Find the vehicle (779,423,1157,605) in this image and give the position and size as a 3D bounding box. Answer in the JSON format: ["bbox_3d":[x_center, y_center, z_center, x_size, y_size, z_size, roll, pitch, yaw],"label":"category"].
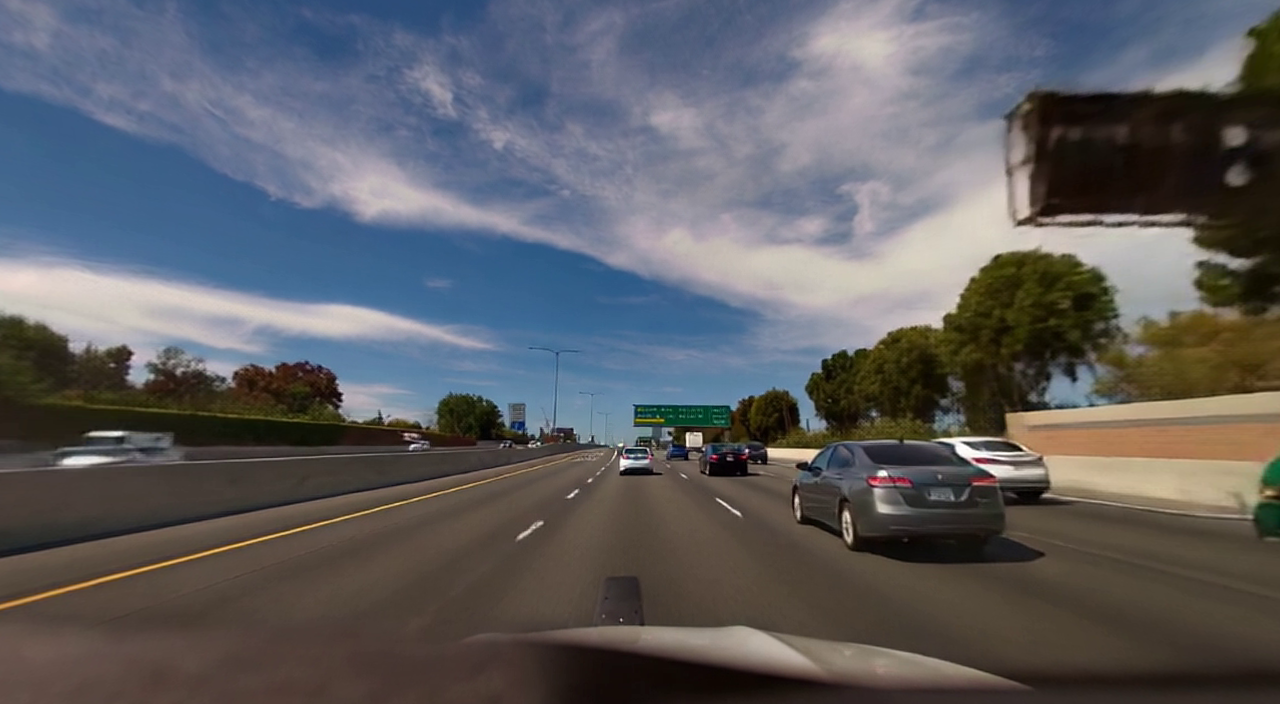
[{"bbox_3d":[3.286,1.712,7.738,1.993,1.504,4.781,0,-8,-1],"label":"vehicle"}]

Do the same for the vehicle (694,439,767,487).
[{"bbox_3d":[3.086,3.872,22.435,1.856,1.517,4.198,0,-9,-2],"label":"vehicle"}]

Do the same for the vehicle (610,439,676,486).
[{"bbox_3d":[0.058,3.796,21.979,2.098,1.475,3.997,0,-8,-1],"label":"vehicle"}]

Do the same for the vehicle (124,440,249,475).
[{"bbox_3d":[-20.842,4.864,29.339,2.353,1.481,4.725,1,-9,-1],"label":"vehicle"}]

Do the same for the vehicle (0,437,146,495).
[{"bbox_3d":[-17.414,3.290,18.621,1.935,1.491,4.689,0,-9,0],"label":"vehicle"}]
